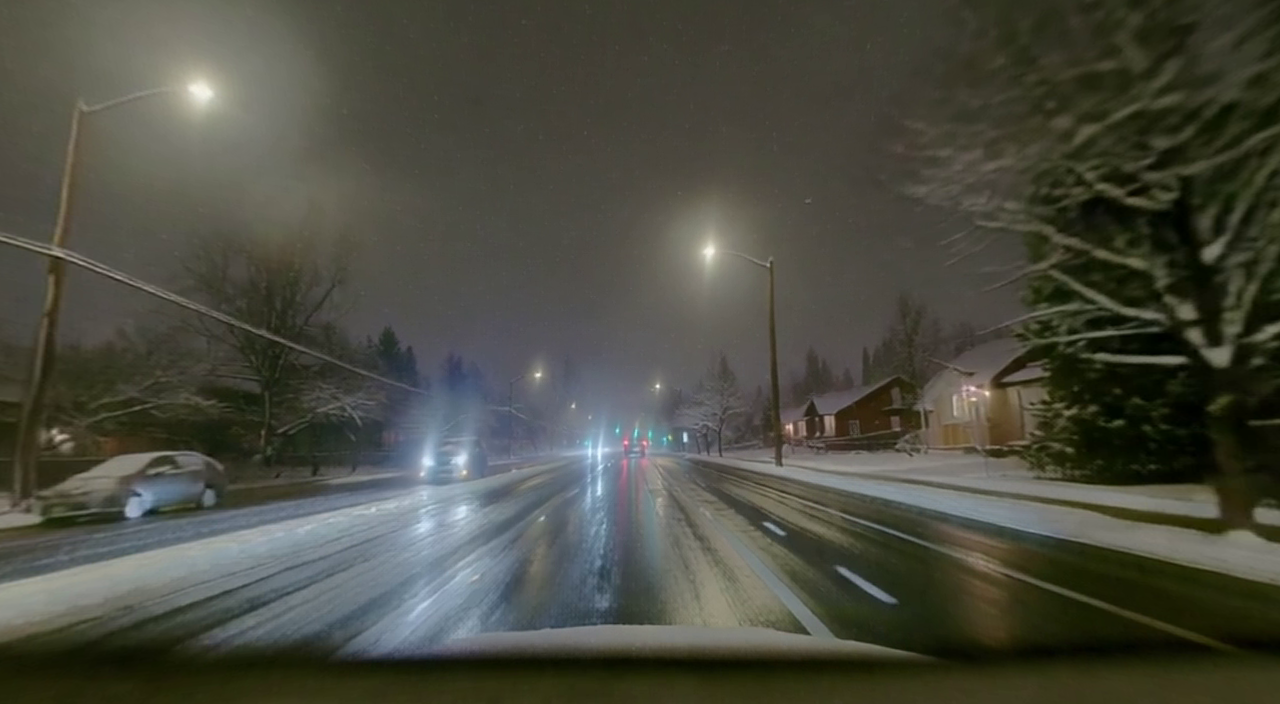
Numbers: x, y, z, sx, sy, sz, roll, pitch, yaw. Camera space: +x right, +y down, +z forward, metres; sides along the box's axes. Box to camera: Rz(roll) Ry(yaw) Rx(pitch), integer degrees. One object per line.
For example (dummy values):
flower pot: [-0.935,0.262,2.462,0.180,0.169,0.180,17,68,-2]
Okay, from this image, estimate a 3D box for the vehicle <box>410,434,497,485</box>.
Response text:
vehicle: [-7.147,4.150,24.668,2.082,1.789,4.387,0,-8,-1]

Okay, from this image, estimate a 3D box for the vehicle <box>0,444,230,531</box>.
vehicle: [-12.310,3.068,14.996,2.098,1.740,4.449,0,-8,-1]
